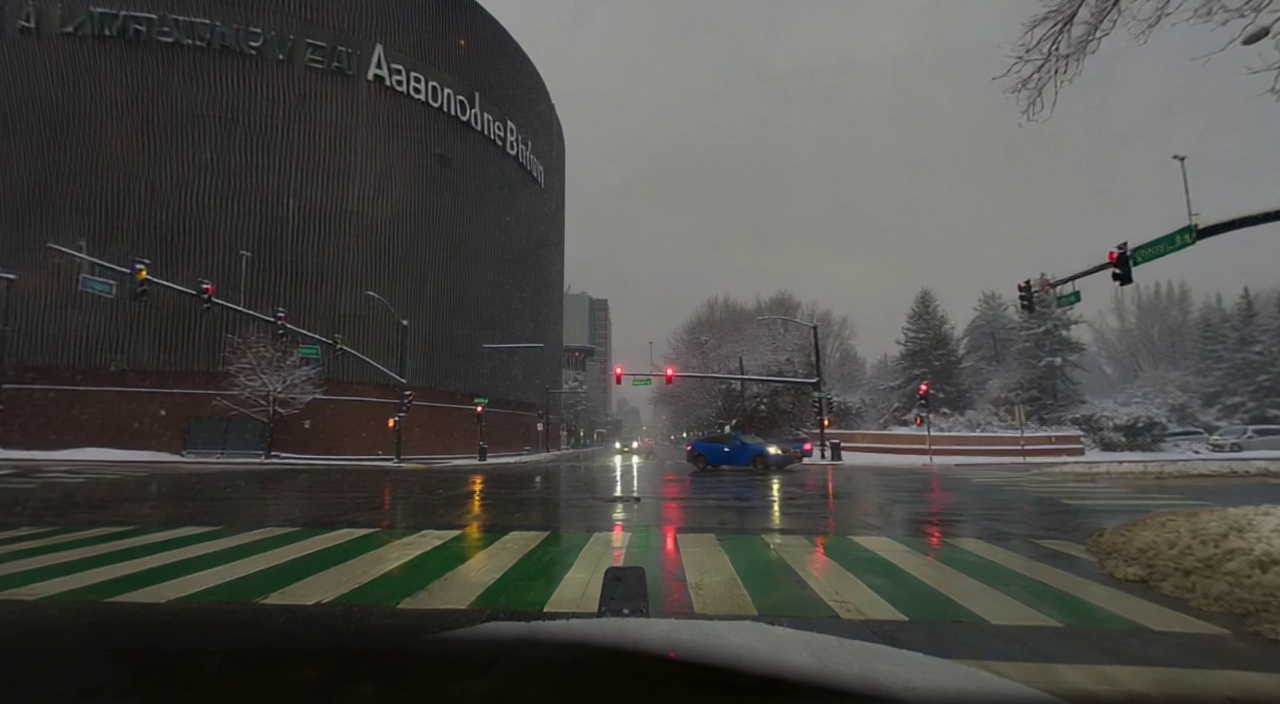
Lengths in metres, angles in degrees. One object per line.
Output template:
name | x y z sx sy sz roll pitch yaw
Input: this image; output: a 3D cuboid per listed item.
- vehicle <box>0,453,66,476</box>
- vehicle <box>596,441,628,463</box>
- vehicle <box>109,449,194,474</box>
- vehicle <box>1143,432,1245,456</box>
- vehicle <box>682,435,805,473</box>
vehicle | -41.676 7.633 42.757 3.698 1.467 1.779 0 -8 1
vehicle | -2.023 7.327 46.353 2.057 1.467 4.354 0 -8 1
vehicle | -33.089 7.403 42.746 4.136 1.661 1.857 0 -8 1
vehicle | 36.148 6.024 41.205 4.767 1.456 1.858 -1 -8 3
vehicle | 4.312 4.311 26.917 2.280 1.454 4.836 7 -11 -40
